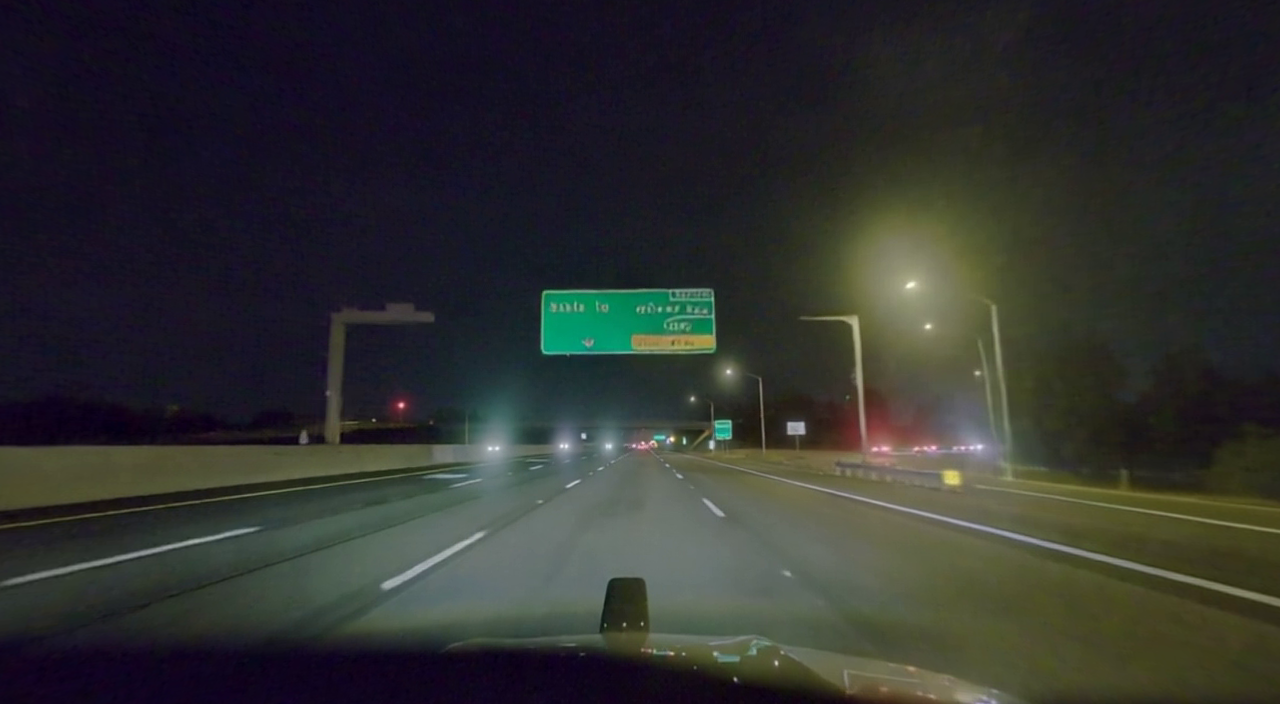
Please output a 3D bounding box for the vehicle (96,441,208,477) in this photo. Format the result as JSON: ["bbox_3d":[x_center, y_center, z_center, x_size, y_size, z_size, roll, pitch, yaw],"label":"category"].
[{"bbox_3d":[-24.426,5.346,31.791,1.977,1.665,4.501,0,-8,0],"label":"vehicle"}]
